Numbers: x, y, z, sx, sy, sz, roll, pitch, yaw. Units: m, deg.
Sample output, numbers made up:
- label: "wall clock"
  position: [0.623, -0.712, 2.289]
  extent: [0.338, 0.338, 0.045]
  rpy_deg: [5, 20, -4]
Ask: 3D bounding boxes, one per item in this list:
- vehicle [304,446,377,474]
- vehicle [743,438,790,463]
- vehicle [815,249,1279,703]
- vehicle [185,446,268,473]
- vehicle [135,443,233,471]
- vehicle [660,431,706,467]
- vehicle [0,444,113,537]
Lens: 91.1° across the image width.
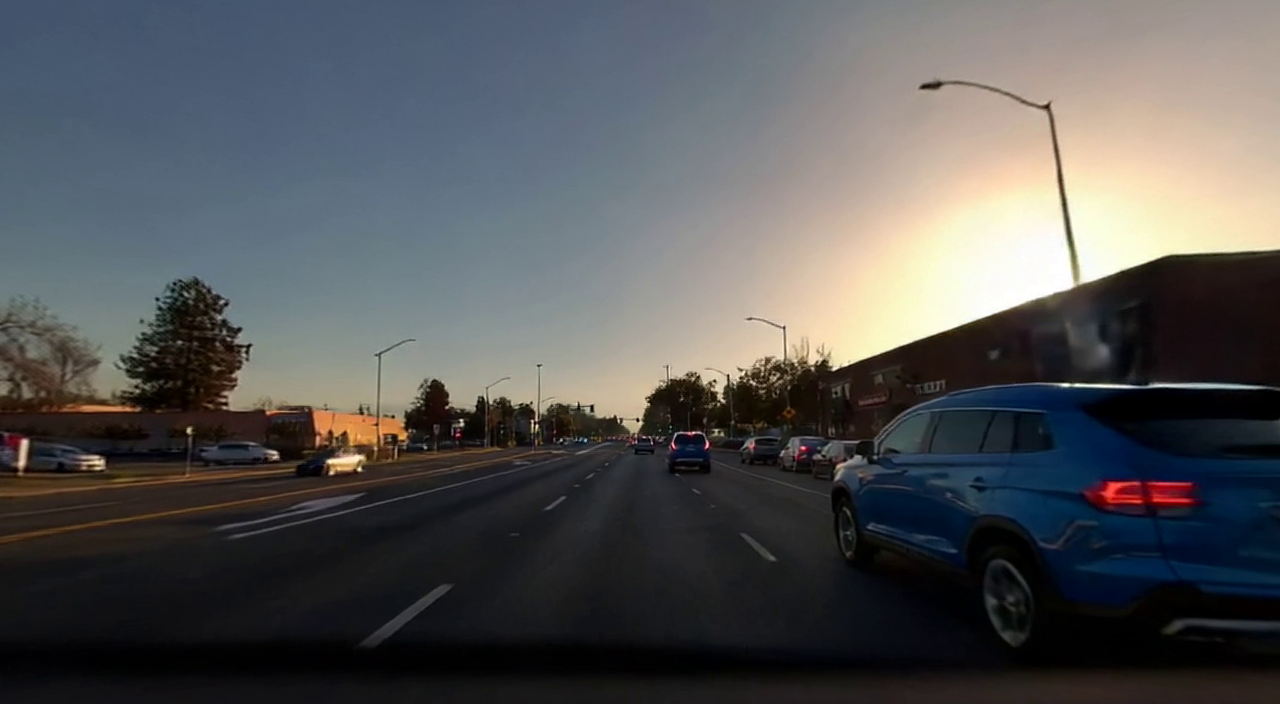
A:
- label: "vehicle"
  position: [-17.147, 6.199, 36.234]
  extent: [1.962, 1.496, 4.431]
  rpy_deg: [0, -8, 1]
- label: "vehicle"
  position: [7.743, 6.078, 38.824]
  extent: [1.895, 1.437, 4.890]
  rpy_deg: [0, -8, 0]
- label: "vehicle"
  position: [3.063, 0.942, 4.515]
  extent: [2.246, 1.963, 4.777]
  rpy_deg: [0, -8, 0]
- label: "vehicle"
  position: [-24.335, 6.327, 37.147]
  extent: [1.822, 1.466, 4.445]
  rpy_deg: [0, -8, 1]
- label: "vehicle"
  position: [-27.051, 6.241, 37.521]
  extent: [1.929, 1.537, 5.124]
  rpy_deg: [0, -8, 1]
- label: "vehicle"
  position: [2.347, 5.454, 35.506]
  extent: [2.317, 1.857, 5.150]
  rpy_deg: [0, -8, 1]
- label: "vehicle"
  position: [-11.277, 2.215, 9.978]
  extent: [1.942, 1.473, 4.506]
  rpy_deg: [0, -8, -1]
